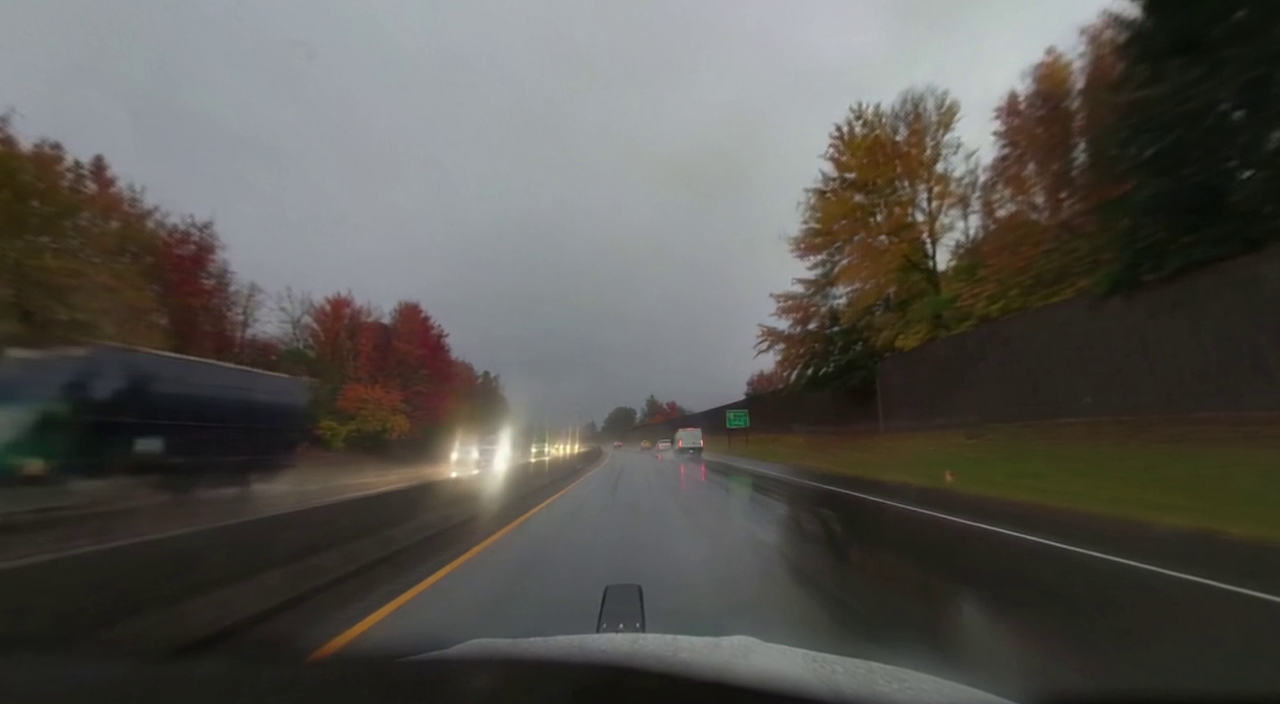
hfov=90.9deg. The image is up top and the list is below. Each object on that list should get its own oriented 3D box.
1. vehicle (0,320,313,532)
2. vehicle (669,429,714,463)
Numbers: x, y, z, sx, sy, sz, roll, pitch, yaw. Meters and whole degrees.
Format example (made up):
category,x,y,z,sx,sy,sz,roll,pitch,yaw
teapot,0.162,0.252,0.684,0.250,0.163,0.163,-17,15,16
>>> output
category,x,y,z,sx,sy,sz,roll,pitch,yaw
vehicle,-12.220,1.937,15.735,3.010,3.699,9.465,0,-8,-1
vehicle,3.283,6.111,41.157,2.393,2.072,4.958,0,-8,-2
